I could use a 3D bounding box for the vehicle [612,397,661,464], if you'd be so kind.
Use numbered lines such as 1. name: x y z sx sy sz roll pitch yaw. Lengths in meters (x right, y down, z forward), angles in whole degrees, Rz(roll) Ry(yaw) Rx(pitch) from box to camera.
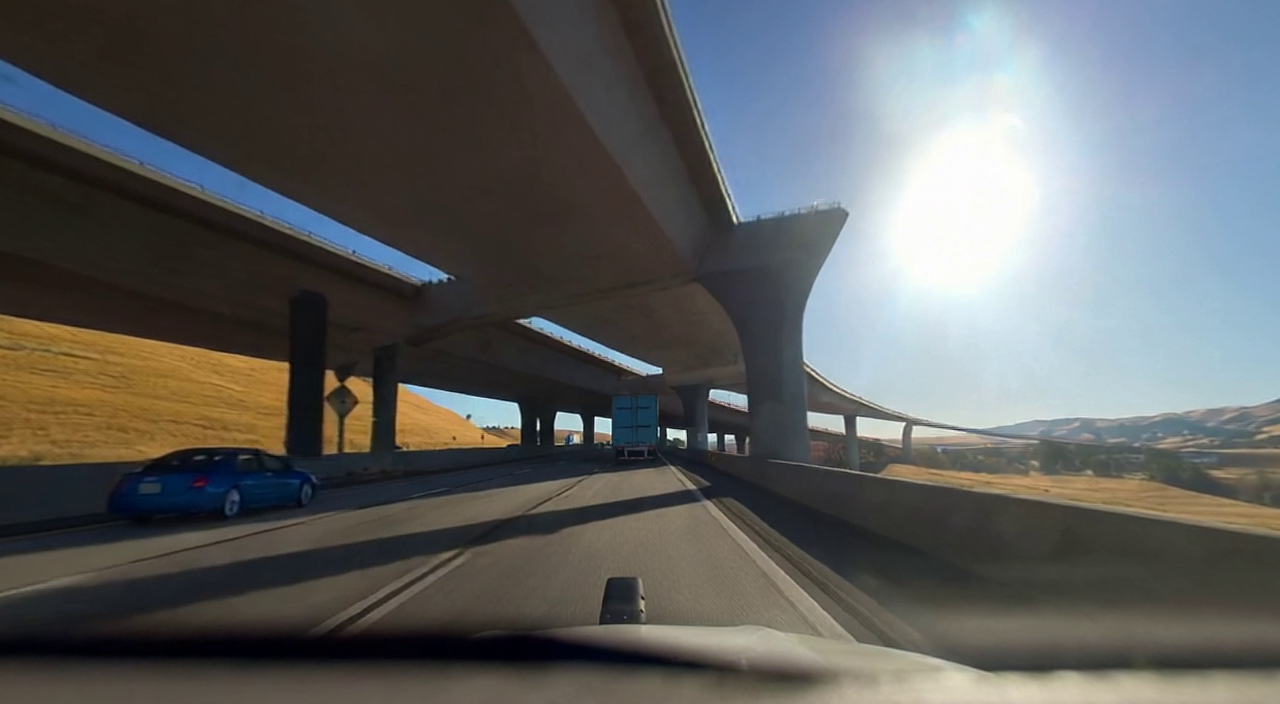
1. vehicle: -0.161 5.494 43.249 2.866 4.014 11.261 0 -8 1

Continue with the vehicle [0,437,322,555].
1. vehicle: -7.527 2.202 10.482 2.078 1.496 4.563 0 -8 1
